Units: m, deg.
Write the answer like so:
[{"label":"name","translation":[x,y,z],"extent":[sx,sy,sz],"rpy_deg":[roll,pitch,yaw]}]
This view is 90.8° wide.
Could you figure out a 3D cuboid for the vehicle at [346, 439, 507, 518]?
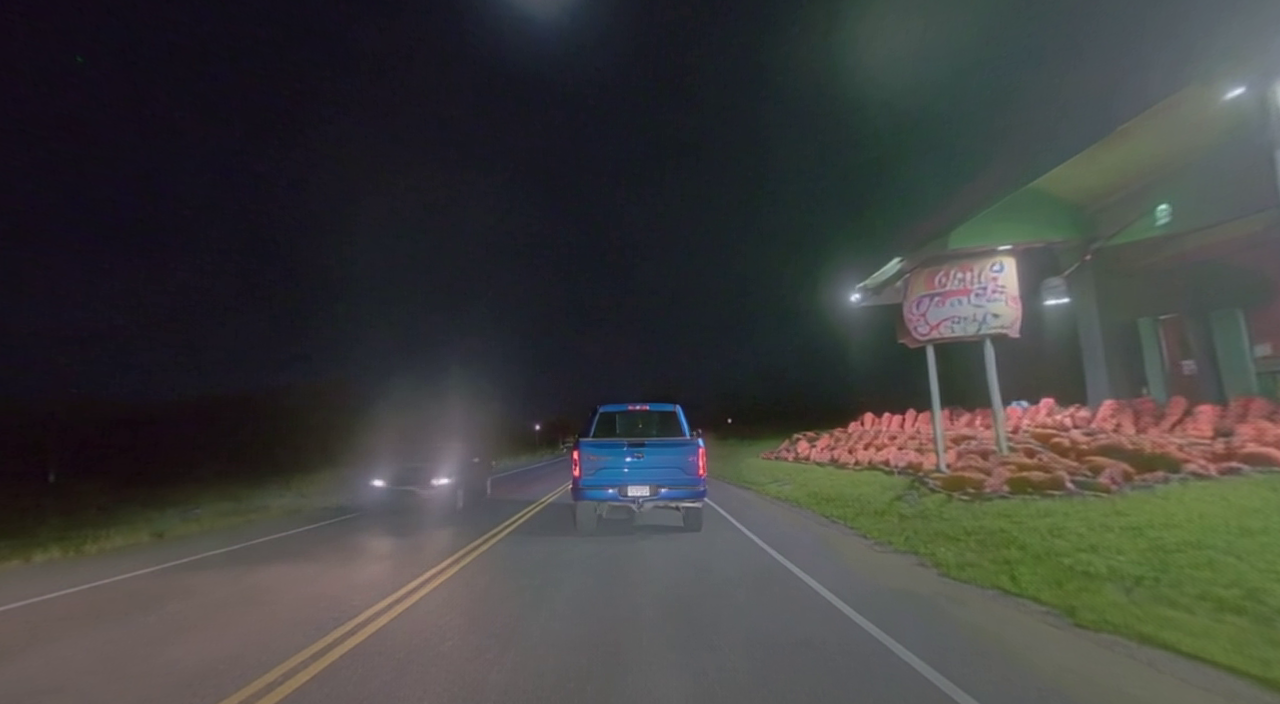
[{"label":"vehicle","translation":[-4.520,2.730,14.231],"extent":[2.121,1.473,4.390],"rpy_deg":[0,-8,-1]}]

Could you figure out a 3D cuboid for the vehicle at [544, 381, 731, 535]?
[{"label":"vehicle","translation":[-0.116,1.970,12.182],"extent":[2.693,2.223,5.885],"rpy_deg":[0,-8,-2]}]
